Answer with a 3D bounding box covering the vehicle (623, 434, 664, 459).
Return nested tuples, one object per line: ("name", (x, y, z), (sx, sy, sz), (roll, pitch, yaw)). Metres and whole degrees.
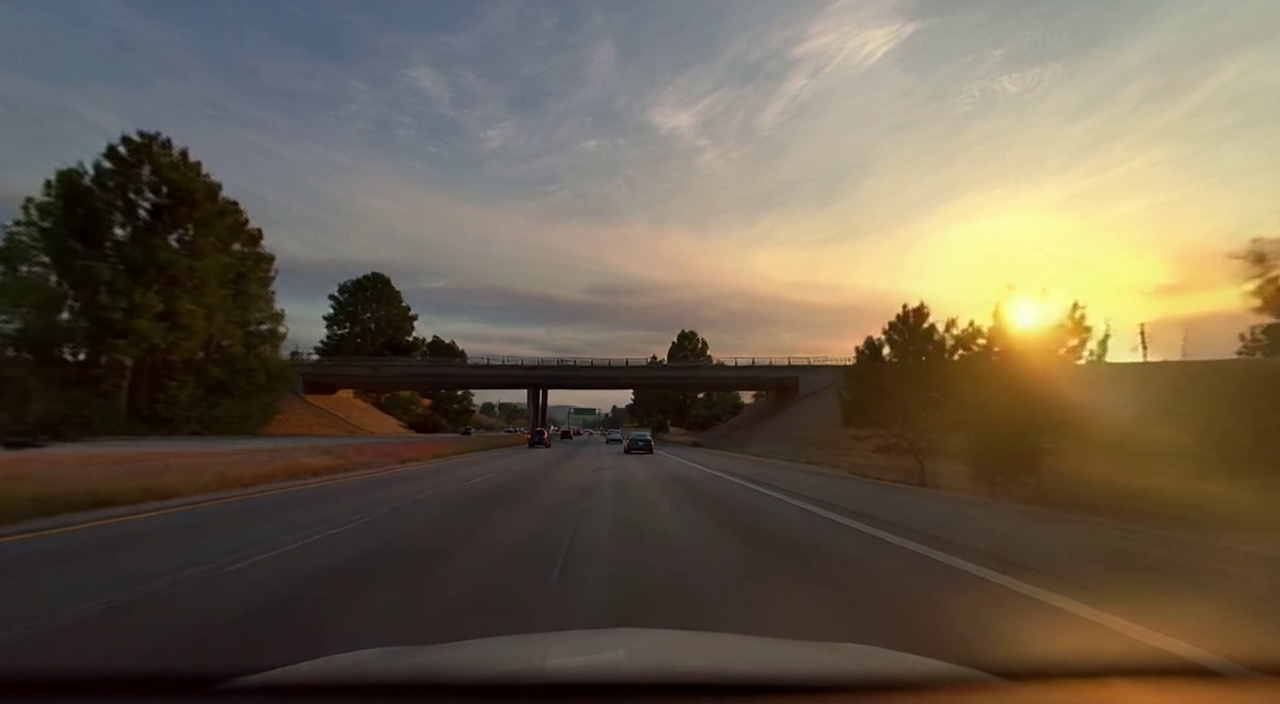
("vehicle", (0.112, 5.225, 34.933), (1.999, 1.329, 3.913), (1, -8, -4))
